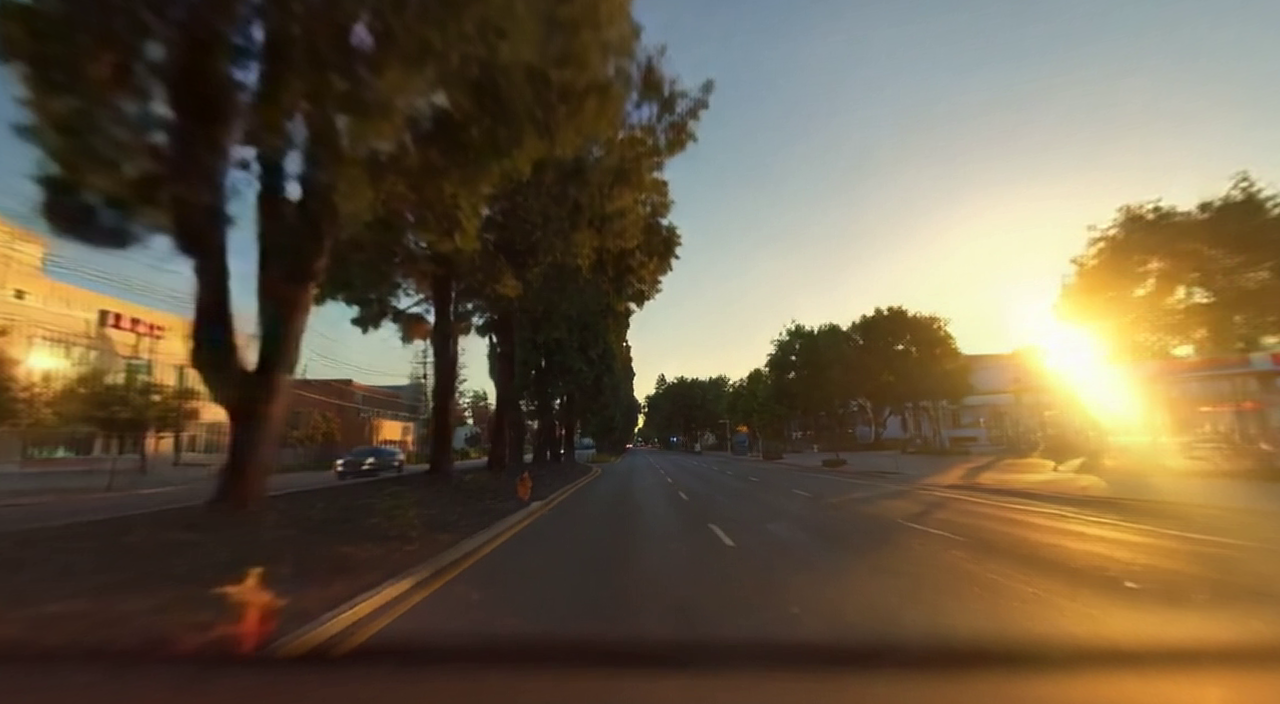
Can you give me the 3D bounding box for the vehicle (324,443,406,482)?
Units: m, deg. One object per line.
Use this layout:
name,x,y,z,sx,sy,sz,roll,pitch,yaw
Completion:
vehicle,-12.328,4.942,28.599,1.861,1.616,4.077,0,-9,0
